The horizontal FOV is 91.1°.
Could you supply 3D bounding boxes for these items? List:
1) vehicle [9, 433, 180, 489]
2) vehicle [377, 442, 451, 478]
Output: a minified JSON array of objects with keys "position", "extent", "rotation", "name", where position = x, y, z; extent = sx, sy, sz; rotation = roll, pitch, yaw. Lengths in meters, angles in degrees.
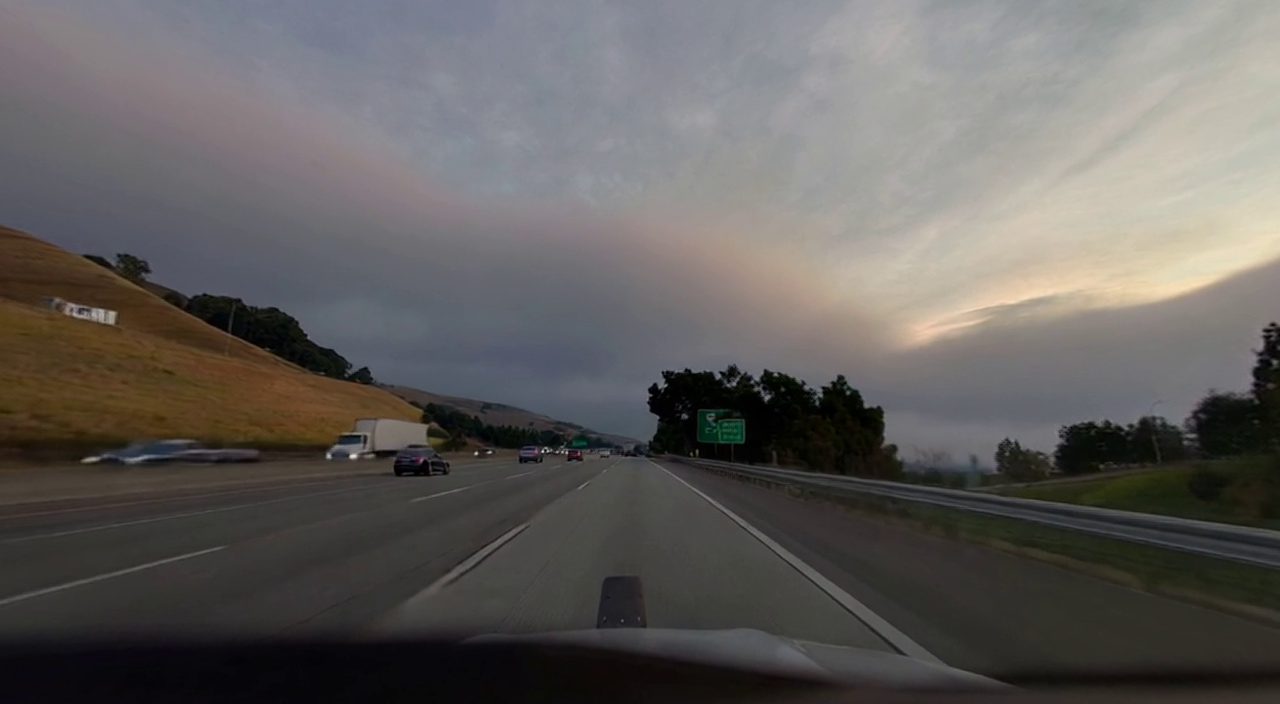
[{"position":[-18.057,3.622,21.122],"extent":[1.882,1.670,4.243],"rotation":[0,-8,0],"name":"vehicle"},{"position":[-11.108,5.333,31.264],"extent":[2.001,1.625,4.528],"rotation":[0,-8,0],"name":"vehicle"}]
